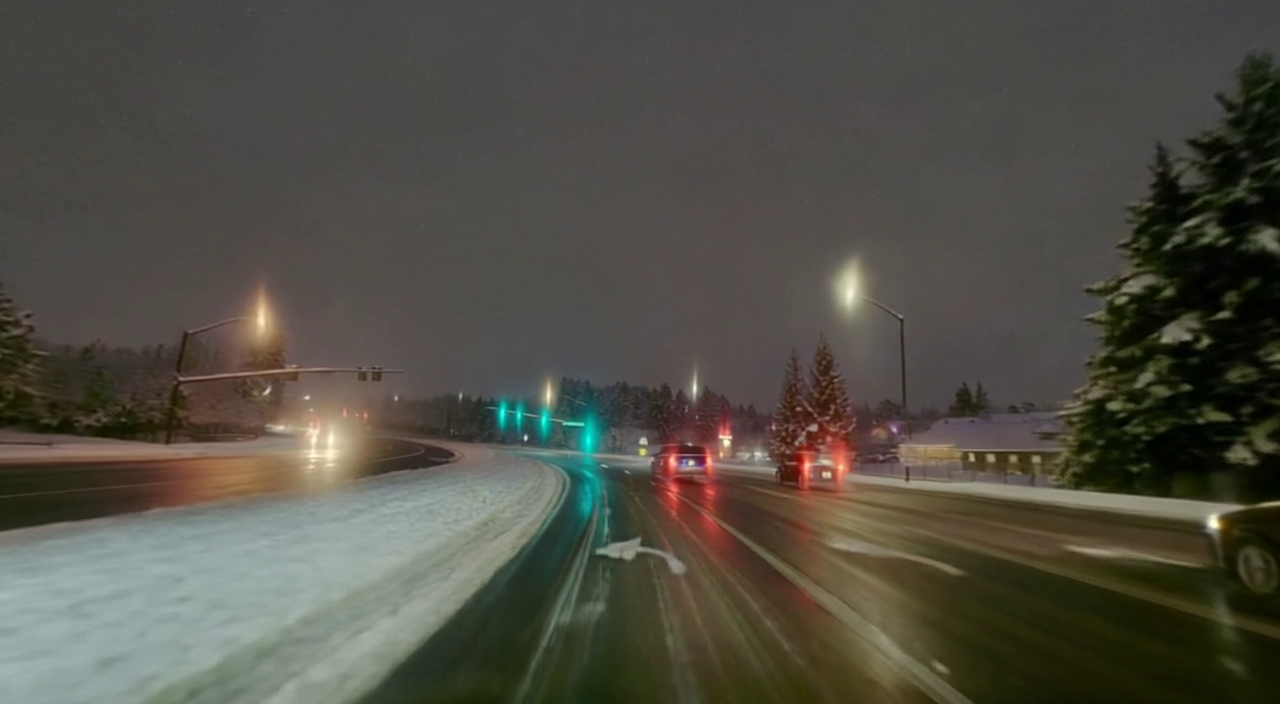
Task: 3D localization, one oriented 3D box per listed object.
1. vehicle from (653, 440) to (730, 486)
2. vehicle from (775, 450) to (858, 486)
[{"bbox_3d":[1.936,4.388,25.409,2.122,1.646,4.525,1,-9,-8],"label":"vehicle"},{"bbox_3d":[7.978,5.268,29.069,1.940,1.460,4.652,1,-9,-8],"label":"vehicle"}]
